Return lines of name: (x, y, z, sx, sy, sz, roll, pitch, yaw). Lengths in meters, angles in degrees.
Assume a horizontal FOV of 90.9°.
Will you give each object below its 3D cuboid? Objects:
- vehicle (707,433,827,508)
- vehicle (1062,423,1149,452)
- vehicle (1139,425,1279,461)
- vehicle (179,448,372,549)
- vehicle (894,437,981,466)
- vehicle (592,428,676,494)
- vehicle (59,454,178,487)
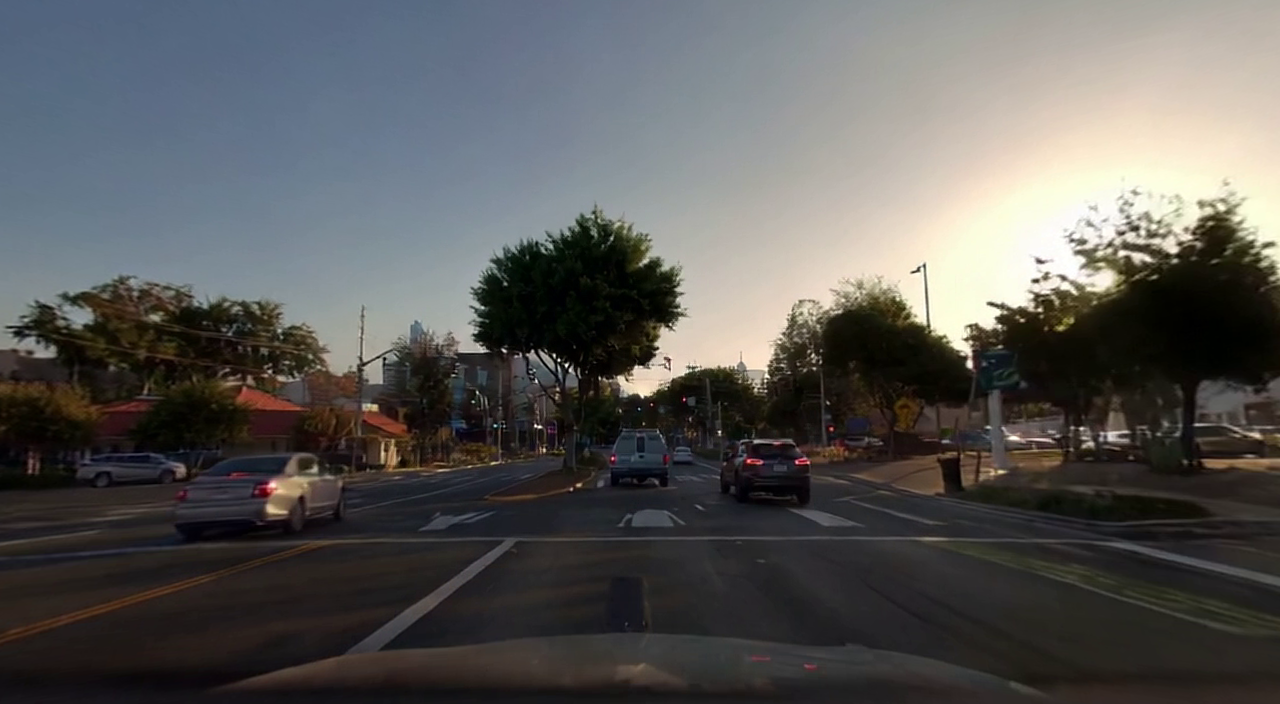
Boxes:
vehicle: (3.331, 3.206, 17.646, 2.276, 1.787, 4.630, 0, -8, -1)
vehicle: (30.679, 5.679, 41.716, 2.231, 1.749, 4.411, 0, -8, -2)
vehicle: (25.137, 4.036, 27.989, 4.092, 1.496, 1.889, -3, -9, 17)
vehicle: (-7.261, 2.689, 12.376, 4.456, 1.570, 1.975, -8, -11, 43)
vehicle: (16.486, 5.502, 34.978, 3.880, 1.538, 1.862, 1, -8, -8)
vehicle: (-0.199, 3.805, 22.439, 2.638, 2.065, 5.313, 0, -8, 0)
vehicle: (-27.394, 6.210, 33.205, 4.458, 1.608, 2.051, -1, -8, 3)
